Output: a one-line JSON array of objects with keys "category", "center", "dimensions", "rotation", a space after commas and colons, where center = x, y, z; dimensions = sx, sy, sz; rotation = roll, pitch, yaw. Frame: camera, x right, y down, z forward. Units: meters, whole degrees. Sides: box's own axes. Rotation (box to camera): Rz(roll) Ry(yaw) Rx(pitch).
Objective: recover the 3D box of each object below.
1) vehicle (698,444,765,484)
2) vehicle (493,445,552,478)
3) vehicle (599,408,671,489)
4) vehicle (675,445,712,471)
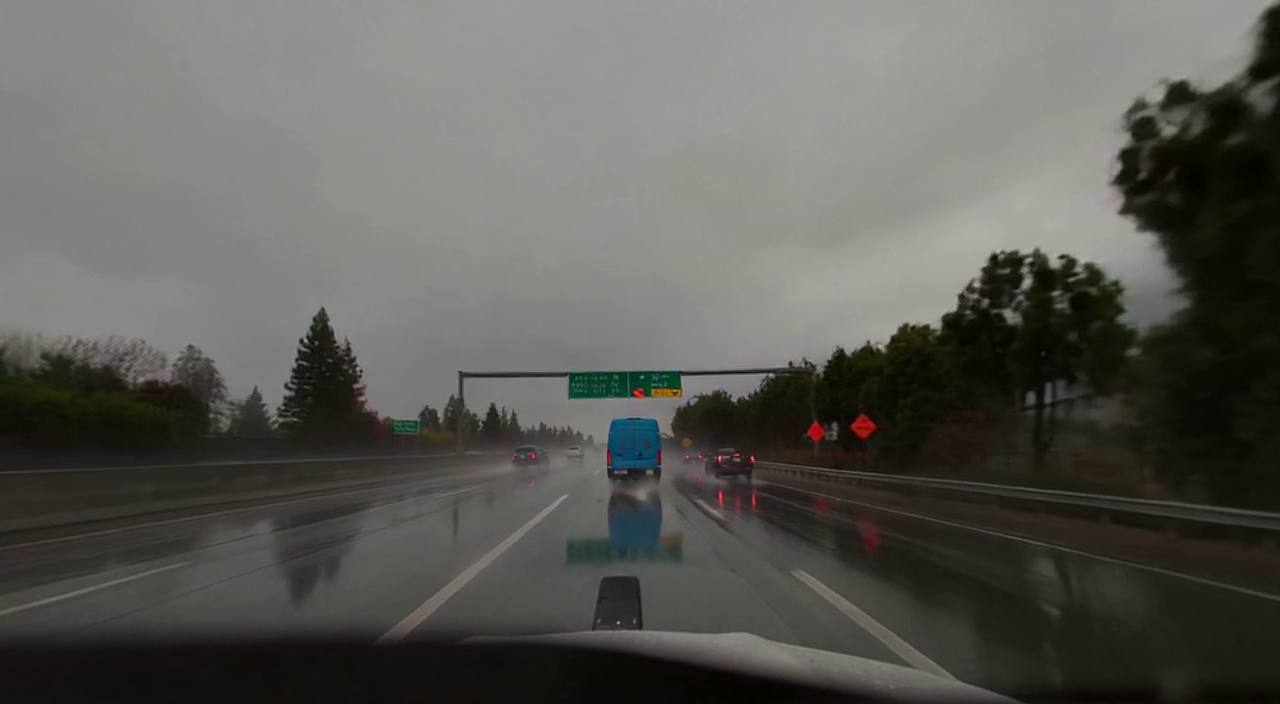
[{"category": "vehicle", "center": [3.653, 4.597, 25.986], "dimensions": [2.015, 1.491, 4.732], "rotation": [0, -9, -1]}, {"category": "vehicle", "center": [-5.703, 5.374, 30.928], "dimensions": [2.003, 1.498, 4.386], "rotation": [-1, -9, 1]}, {"category": "vehicle", "center": [-0.200, 3.476, 22.598], "dimensions": [2.268, 2.551, 5.144], "rotation": [0, -9, -1]}, {"category": "vehicle", "center": [3.379, 6.801, 40.377], "dimensions": [1.978, 1.510, 4.462], "rotation": [-1, -9, 1]}]
